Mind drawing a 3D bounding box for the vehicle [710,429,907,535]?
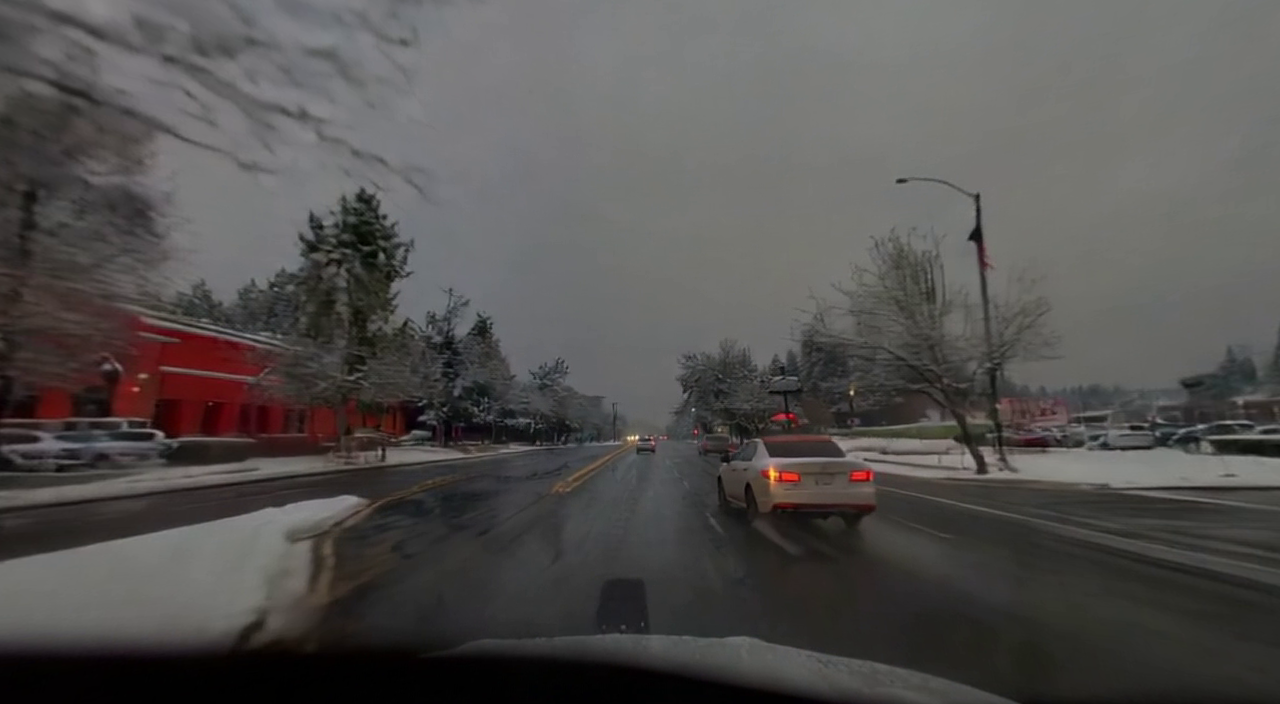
[{"bbox_3d":[2.654,2.190,11.312,2.091,1.472,4.697,0,-8,-2],"label":"vehicle"}]

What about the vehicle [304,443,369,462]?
[{"bbox_3d":[-23.166,7.671,48.157,4.077,1.342,1.813,-1,-8,5],"label":"vehicle"}]

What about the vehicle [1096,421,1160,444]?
[{"bbox_3d":[33.078,5.515,42.895,1.888,1.467,4.425,-2,-8,16],"label":"vehicle"}]

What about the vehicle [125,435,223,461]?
[{"bbox_3d":[-36.457,7.529,49.442,5.748,1.927,2.252,1,-8,-4],"label":"vehicle"}]

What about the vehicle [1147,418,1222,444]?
[{"bbox_3d":[35.433,5.203,41.158,1.793,1.488,4.488,-2,-9,14],"label":"vehicle"}]

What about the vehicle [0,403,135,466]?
[{"bbox_3d":[-35.299,4.671,35.600,10.503,3.405,3.038,0,-8,-2],"label":"vehicle"}]

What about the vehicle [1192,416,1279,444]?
[{"bbox_3d":[38.312,5.116,40.712,1.983,1.553,5.043,-5,-10,18],"label":"vehicle"}]
